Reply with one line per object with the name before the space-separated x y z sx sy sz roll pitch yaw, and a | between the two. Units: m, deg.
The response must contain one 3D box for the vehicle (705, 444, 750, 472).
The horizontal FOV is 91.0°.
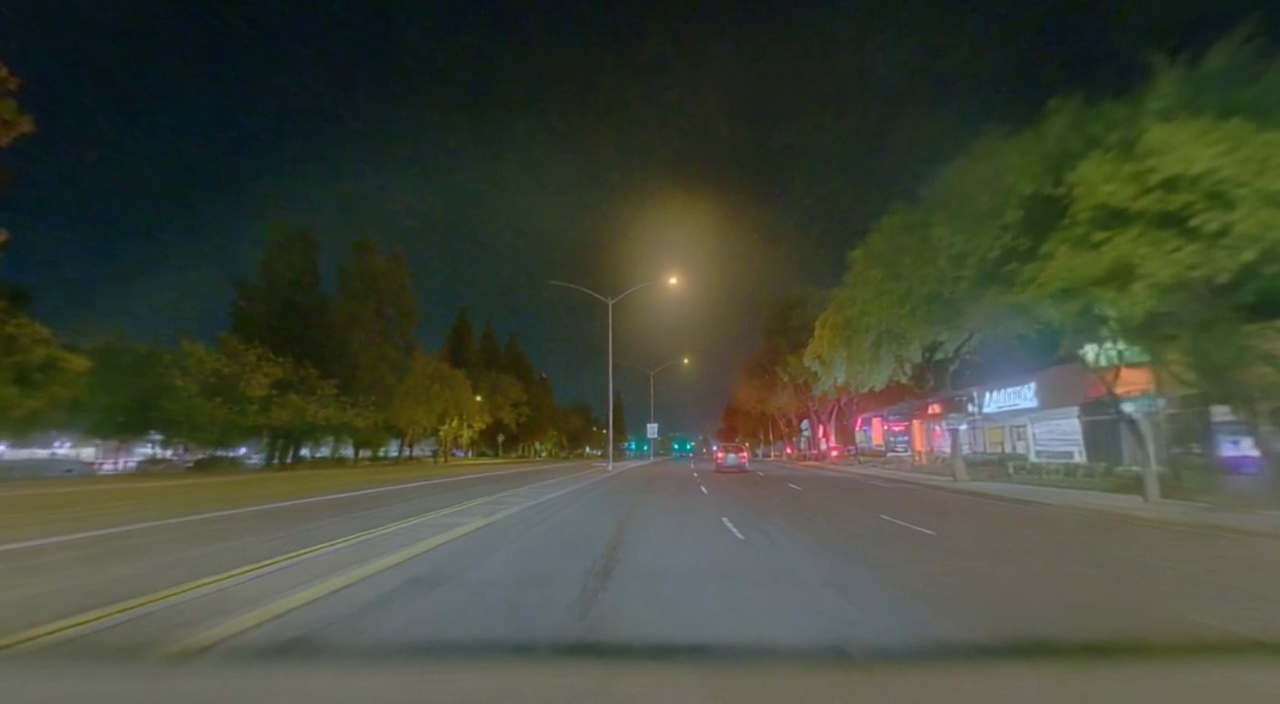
vehicle | 4.854 5.948 35.597 2.015 1.479 4.444 0 -9 2
